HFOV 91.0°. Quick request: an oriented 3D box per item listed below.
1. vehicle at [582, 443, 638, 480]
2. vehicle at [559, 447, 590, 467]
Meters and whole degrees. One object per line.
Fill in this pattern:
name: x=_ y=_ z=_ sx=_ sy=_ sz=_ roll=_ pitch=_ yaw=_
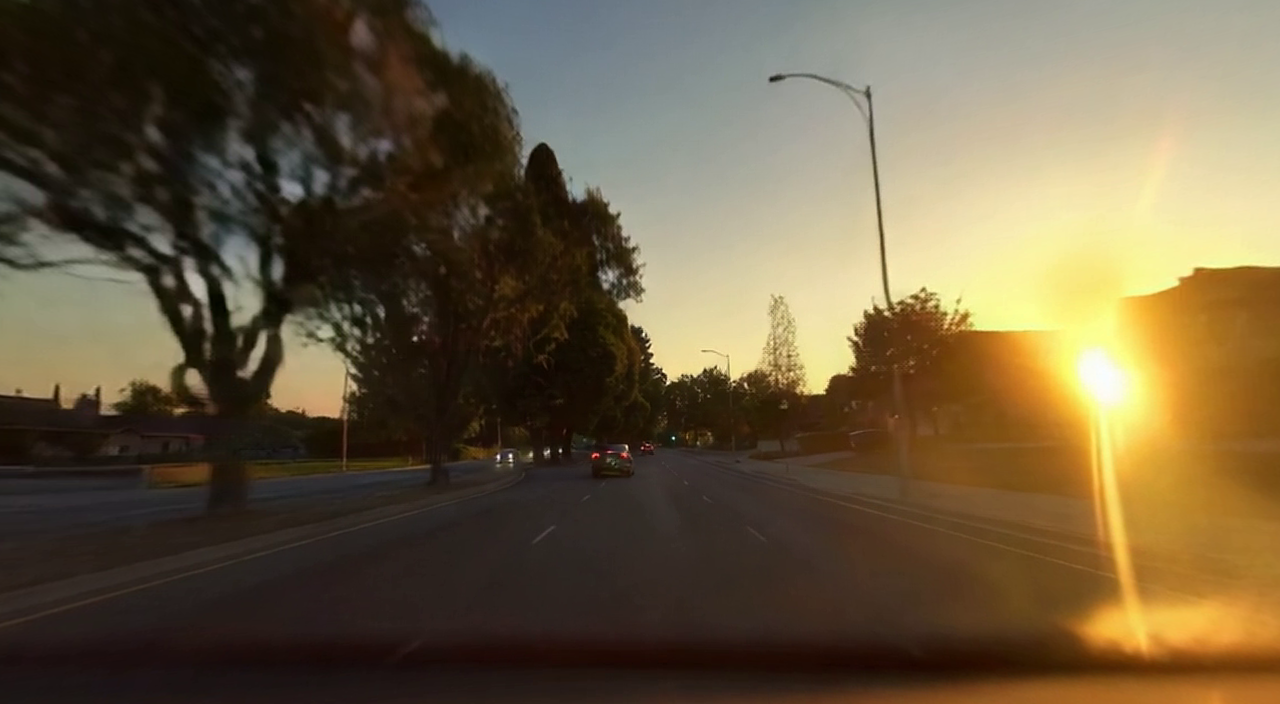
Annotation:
vehicle: x=-1.274 y=4.971 z=28.783 sx=2.106 sy=1.517 sz=4.375 roll=-1 pitch=-9 yaw=3
vehicle: x=-5.006 y=8.071 z=48.688 sx=2.014 sy=1.472 sz=4.357 roll=0 pitch=-9 yaw=-2
